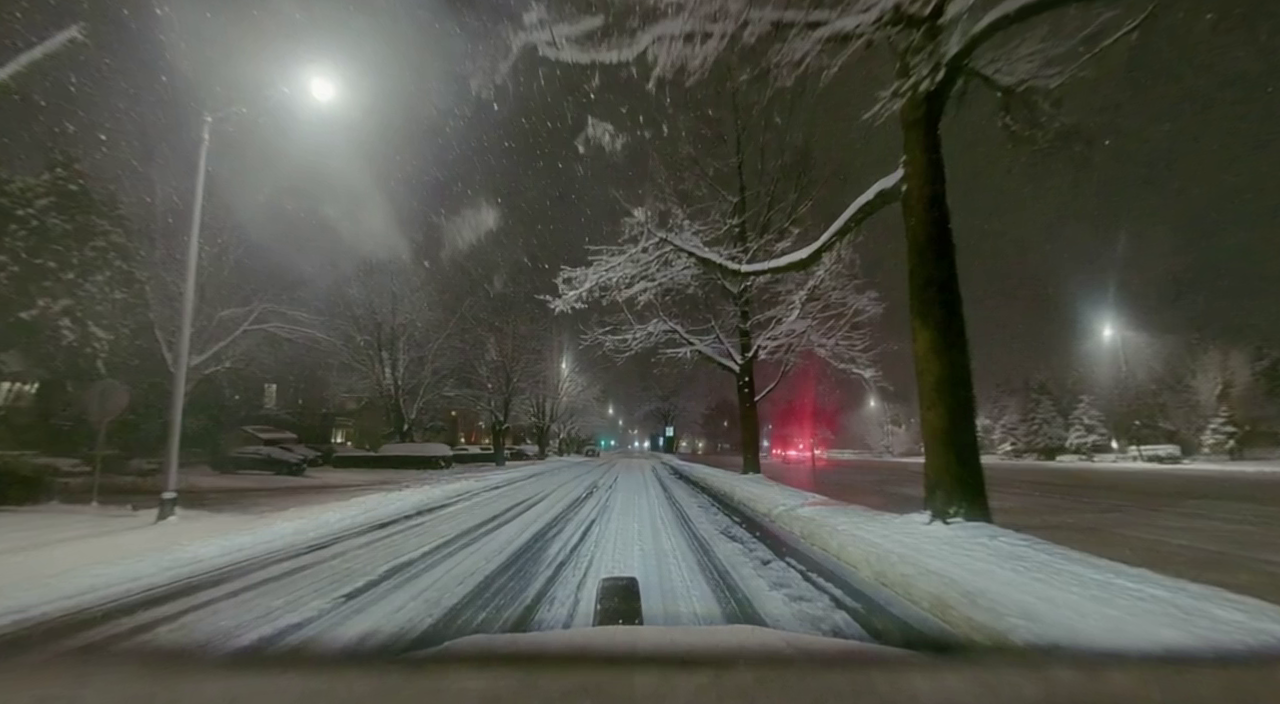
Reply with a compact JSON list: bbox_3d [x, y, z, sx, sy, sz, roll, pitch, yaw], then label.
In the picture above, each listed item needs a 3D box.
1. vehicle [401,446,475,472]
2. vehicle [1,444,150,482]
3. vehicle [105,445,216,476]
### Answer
[{"bbox_3d":[-13.987,7.440,43.802,4.422,1.694,2.026,0,-8,2],"label":"vehicle"},{"bbox_3d":[-26.753,5.253,29.959,4.931,1.723,2.220,0,-8,1],"label":"vehicle"},{"bbox_3d":[-27.014,6.101,35.579,4.456,1.665,2.161,0,-8,0],"label":"vehicle"}]
